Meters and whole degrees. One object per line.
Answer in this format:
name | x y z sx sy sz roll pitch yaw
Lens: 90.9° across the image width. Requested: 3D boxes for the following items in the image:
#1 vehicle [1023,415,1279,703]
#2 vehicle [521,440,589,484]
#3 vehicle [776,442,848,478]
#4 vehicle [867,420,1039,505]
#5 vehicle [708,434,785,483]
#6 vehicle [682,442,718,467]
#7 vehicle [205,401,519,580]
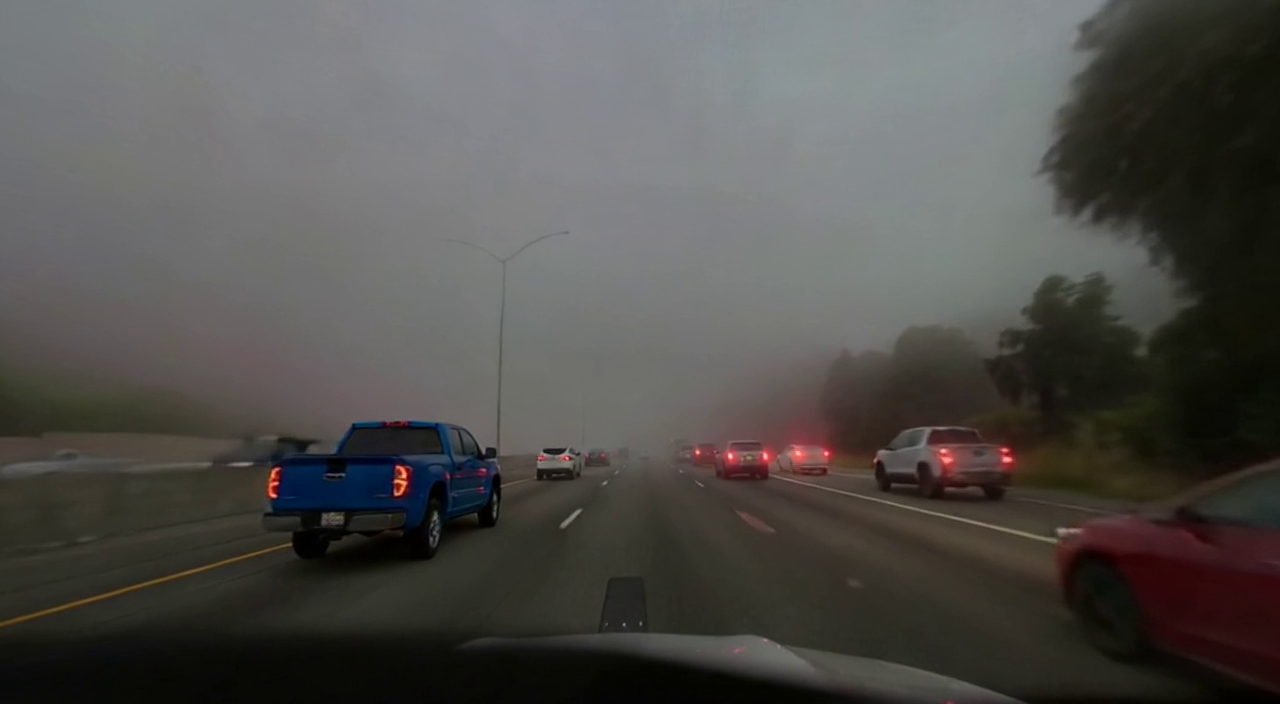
vehicle | 3.626 0.870 1.741 2.040 1.461 4.822 0 -8 -1
vehicle | -3.308 4.381 25.503 1.974 1.589 5.047 0 -8 1
vehicle | 7.700 4.873 28.695 1.904 1.473 4.598 0 -8 -1
vehicle | 7.855 2.815 16.486 2.067 1.869 4.657 0 -8 0
vehicle | 4.100 4.184 25.105 2.144 1.752 4.765 0 -8 -1
vehicle | 4.192 7.223 44.738 2.023 1.670 4.869 0 -8 -1
vehicle | -3.222 1.722 8.684 2.139 1.764 4.707 0 -8 0
